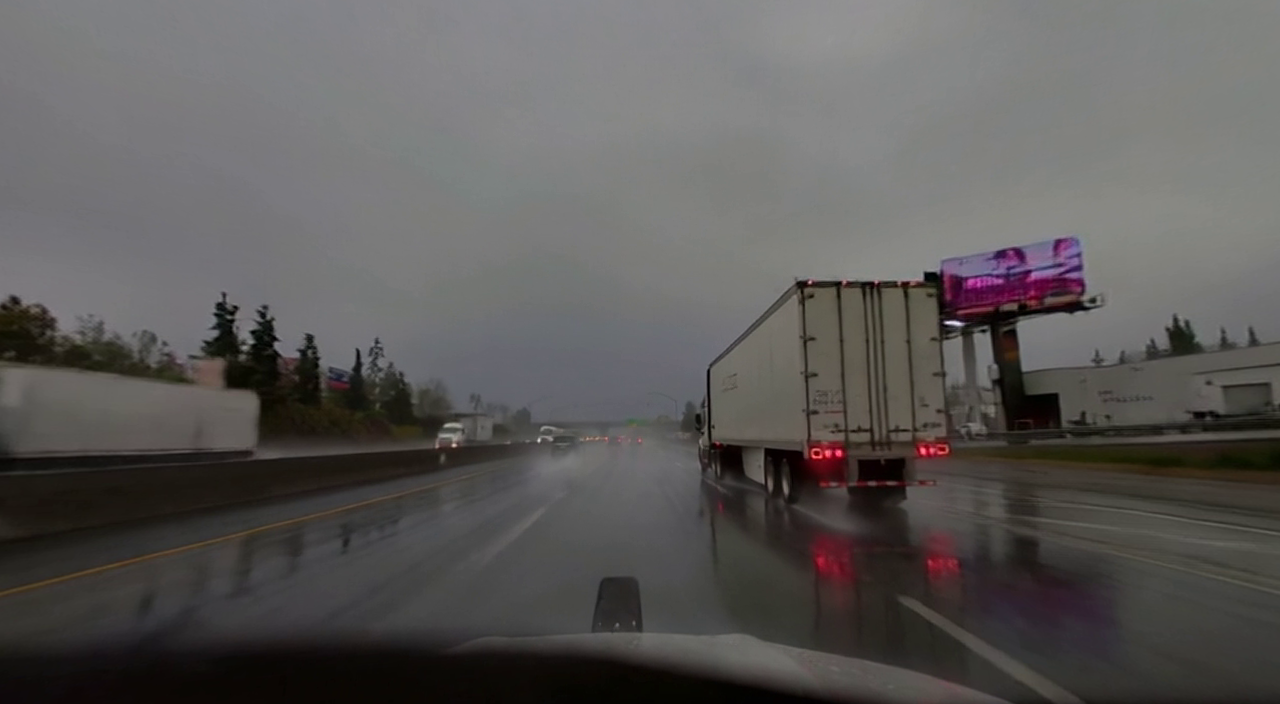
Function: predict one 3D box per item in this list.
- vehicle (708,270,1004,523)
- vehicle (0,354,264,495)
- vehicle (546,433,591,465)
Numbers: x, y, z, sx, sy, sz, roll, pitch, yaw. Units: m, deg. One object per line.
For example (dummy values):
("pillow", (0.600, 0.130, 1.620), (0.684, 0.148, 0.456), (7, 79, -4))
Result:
("vehicle", (3.831, 1.378, 15.149), (2.871, 3.815, 11.331), (0, -8, -1))
("vehicle", (-20.181, 2.917, 24.247), (2.895, 4.107, 13.894), (0, -8, 0))
("vehicle", (-3.565, 4.886, 31.955), (1.930, 1.484, 3.849), (0, -8, -1))
